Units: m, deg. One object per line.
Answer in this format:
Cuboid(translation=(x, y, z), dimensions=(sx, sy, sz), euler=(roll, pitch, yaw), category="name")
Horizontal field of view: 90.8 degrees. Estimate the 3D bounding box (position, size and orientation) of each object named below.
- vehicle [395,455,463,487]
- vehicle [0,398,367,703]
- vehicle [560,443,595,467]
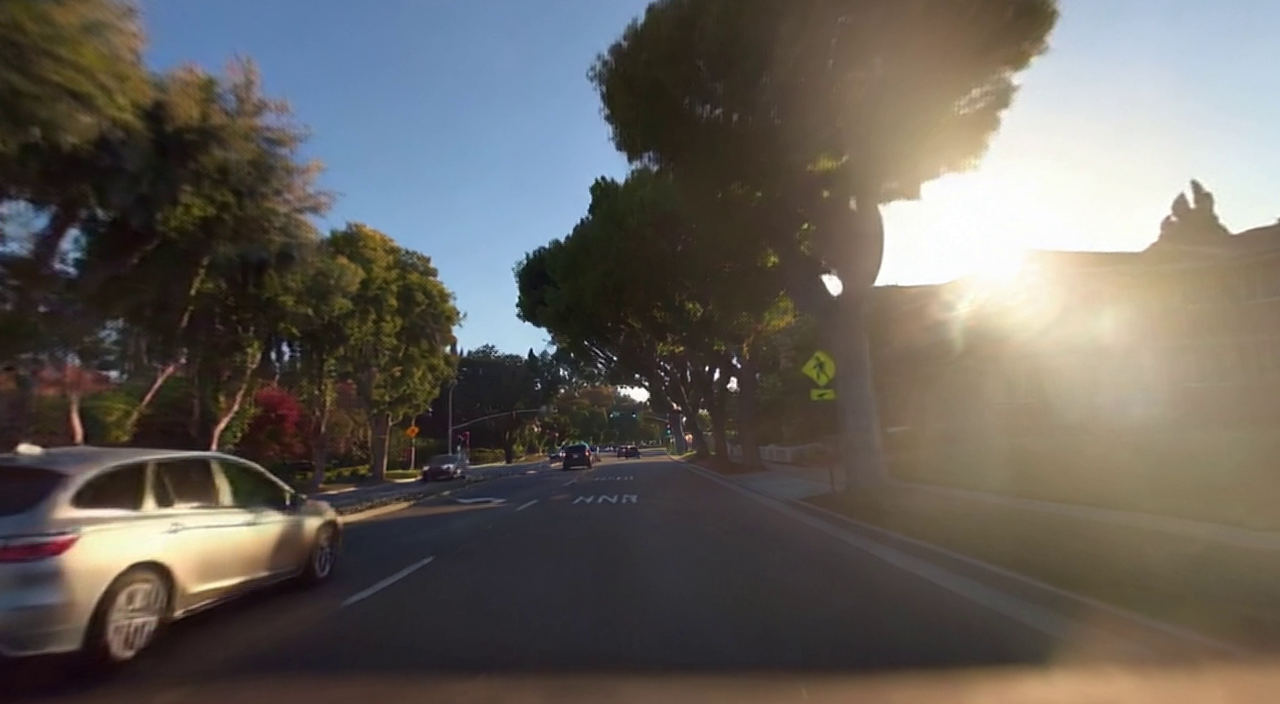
Cuboid(translation=(-11.062, 6.265, 33.553), dimensions=(2.032, 1.493, 4.761), euler=(-1, -9, -1), category="vehicle")
Cuboid(translation=(-4.540, 1.435, 5.536), dimensions=(2.169, 1.706, 4.638), euler=(0, -9, 1), category="vehicle")
Cuboid(translation=(-4.582, 7.642, 46.983), dimensions=(2.065, 1.714, 4.272), euler=(0, -9, 1), category="vehicle")
